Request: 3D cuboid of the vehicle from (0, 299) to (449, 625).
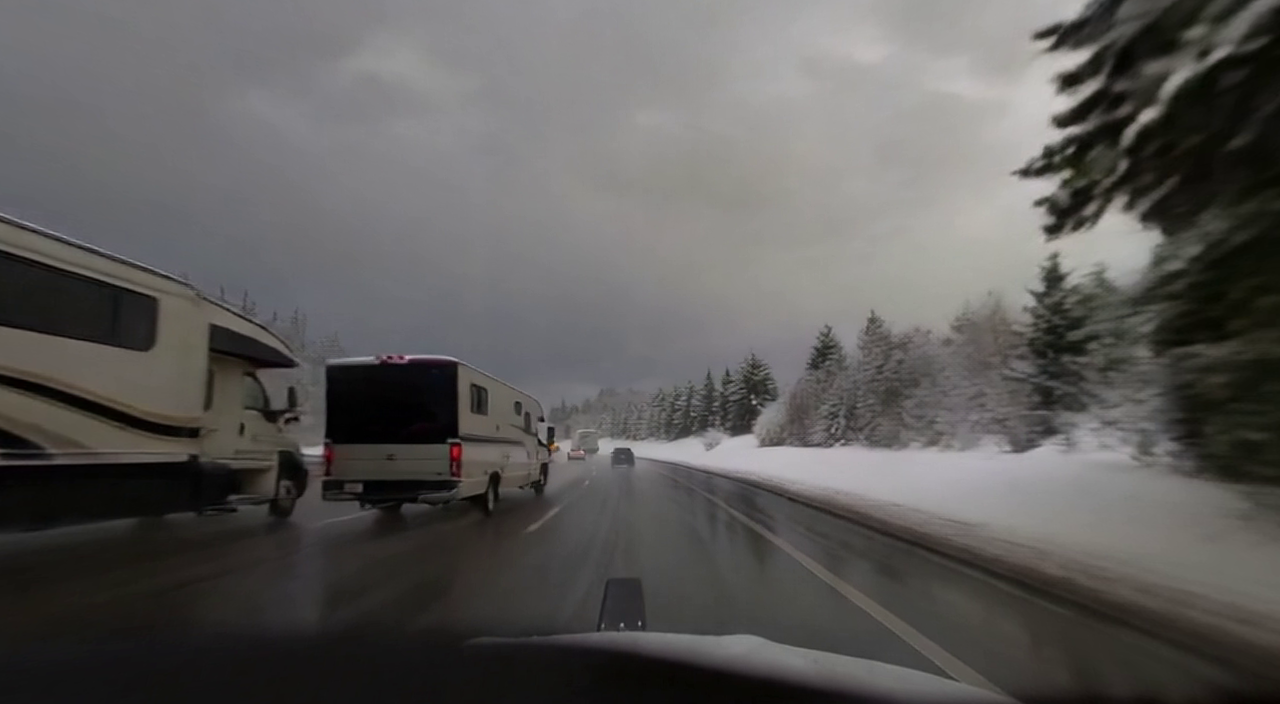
[{"bbox_3d":[-3.890,1.127,6.944,2.331,2.583,3.743,0,-9,0],"label":"vehicle"}]
